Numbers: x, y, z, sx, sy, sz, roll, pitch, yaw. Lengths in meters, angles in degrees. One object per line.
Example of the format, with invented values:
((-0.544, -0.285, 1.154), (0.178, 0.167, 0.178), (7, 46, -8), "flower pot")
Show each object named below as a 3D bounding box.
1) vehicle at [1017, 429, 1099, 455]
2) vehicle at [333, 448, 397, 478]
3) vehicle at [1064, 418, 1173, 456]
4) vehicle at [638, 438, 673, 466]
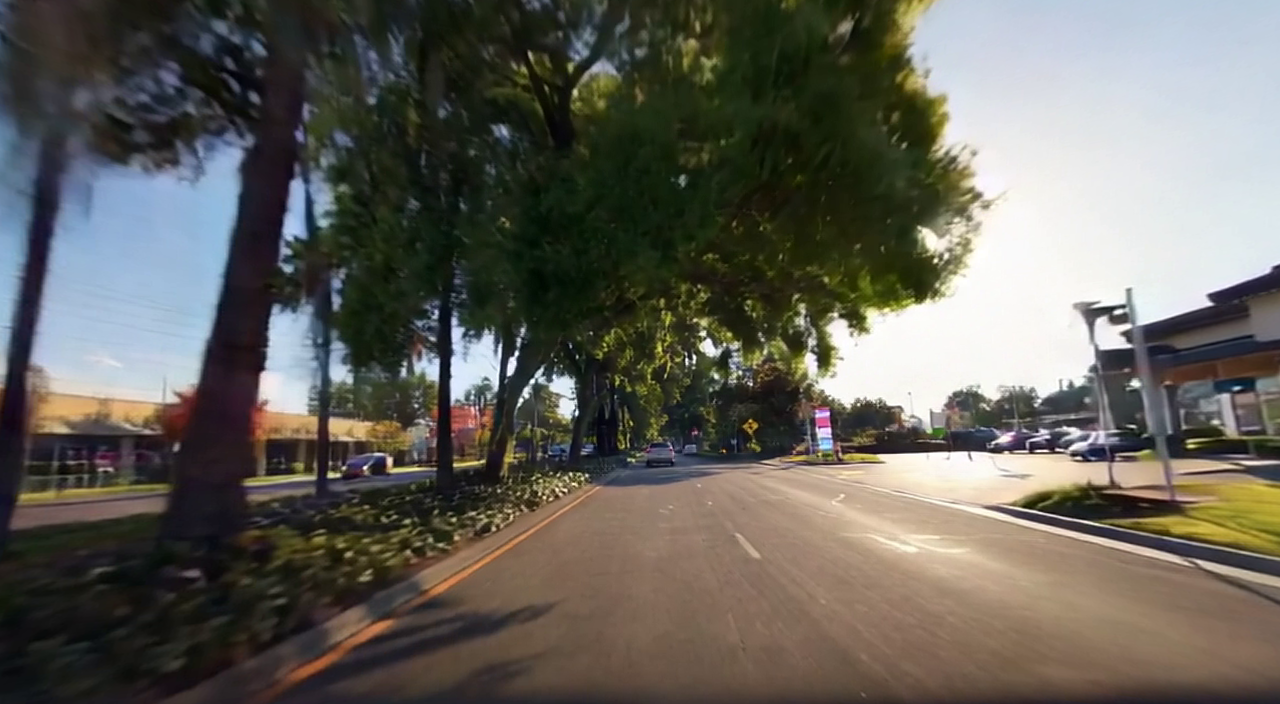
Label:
((25.279, 5.508, 38.408), (1.830, 1.467, 4.871), (-1, -8, 2), "vehicle")
((-17.258, 6.949, 39.918), (1.939, 1.710, 4.543), (0, -8, 1), "vehicle")
((24.795, 4.471, 32.992), (2.194, 1.840, 4.659), (-1, -8, 3), "vehicle")
((1.043, 6.636, 41.990), (2.147, 1.745, 4.648), (0, -8, 2), "vehicle")
